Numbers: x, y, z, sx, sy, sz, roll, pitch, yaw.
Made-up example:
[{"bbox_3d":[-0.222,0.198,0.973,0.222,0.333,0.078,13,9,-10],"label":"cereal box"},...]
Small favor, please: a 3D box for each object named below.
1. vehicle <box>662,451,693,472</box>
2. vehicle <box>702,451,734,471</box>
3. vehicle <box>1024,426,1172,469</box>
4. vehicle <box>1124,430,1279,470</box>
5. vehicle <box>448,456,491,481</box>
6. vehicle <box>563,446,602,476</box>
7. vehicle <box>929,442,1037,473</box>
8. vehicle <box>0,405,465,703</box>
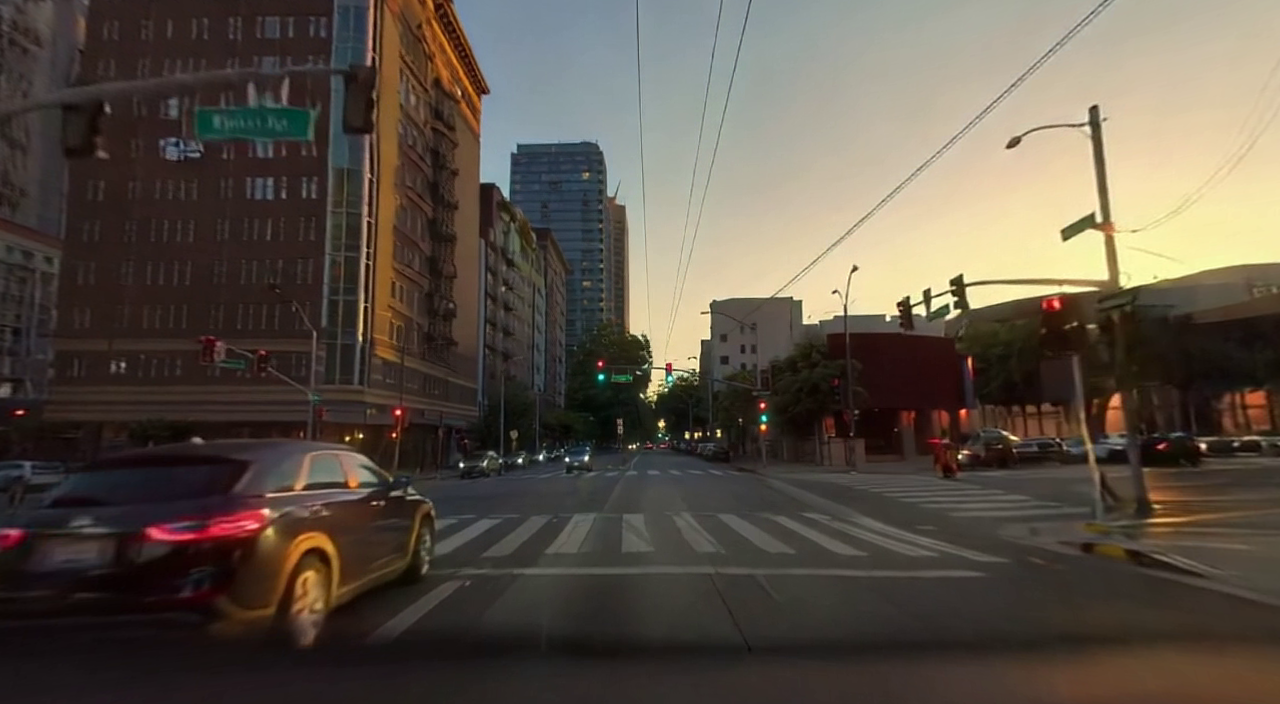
[{"bbox_3d":[2.738,8.014,46.356,1.919,1.371,3.583,-1,-9,-2],"label":"vehicle"},{"bbox_3d":[5.999,8.433,49.007,1.882,1.479,4.652,0,-8,0],"label":"vehicle"},{"bbox_3d":[20.134,4.225,27.890,4.827,1.817,2.190,0,-8,0],"label":"vehicle"},{"bbox_3d":[22.116,3.851,24.789,4.475,1.482,2.026,0,-8,-1],"label":"vehicle"},{"bbox_3d":[-12.610,8.614,46.858,2.118,1.644,4.188,0,-8,-1],"label":"vehicle"},{"bbox_3d":[-3.812,7.314,42.612,2.176,1.804,4.740,-3,-9,0],"label":"vehicle"},{"bbox_3d":[17.145,5.276,31.673,4.293,1.495,1.935,0,-9,-1],"label":"vehicle"},{"bbox_3d":[-2.963,1.271,4.438,2.014,1.480,4.780,0,-8,1],"label":"vehicle"}]
